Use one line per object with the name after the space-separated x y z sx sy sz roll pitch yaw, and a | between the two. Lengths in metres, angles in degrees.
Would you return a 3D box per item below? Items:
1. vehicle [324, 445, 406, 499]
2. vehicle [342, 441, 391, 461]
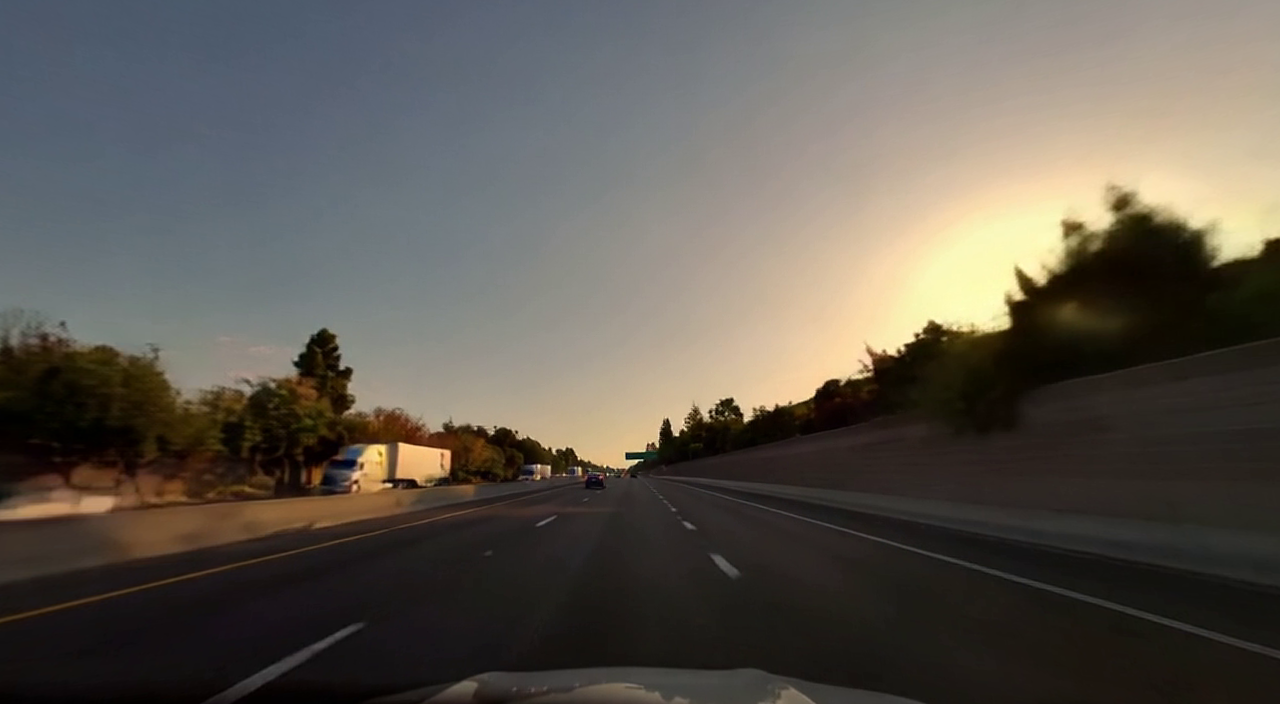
-21.546 9.459 49.968 2.975 3.858 7.495 1 -11 0 | vehicle
-21.537 7.850 49.760 1.795 1.527 4.199 -1 -10 2 | vehicle
